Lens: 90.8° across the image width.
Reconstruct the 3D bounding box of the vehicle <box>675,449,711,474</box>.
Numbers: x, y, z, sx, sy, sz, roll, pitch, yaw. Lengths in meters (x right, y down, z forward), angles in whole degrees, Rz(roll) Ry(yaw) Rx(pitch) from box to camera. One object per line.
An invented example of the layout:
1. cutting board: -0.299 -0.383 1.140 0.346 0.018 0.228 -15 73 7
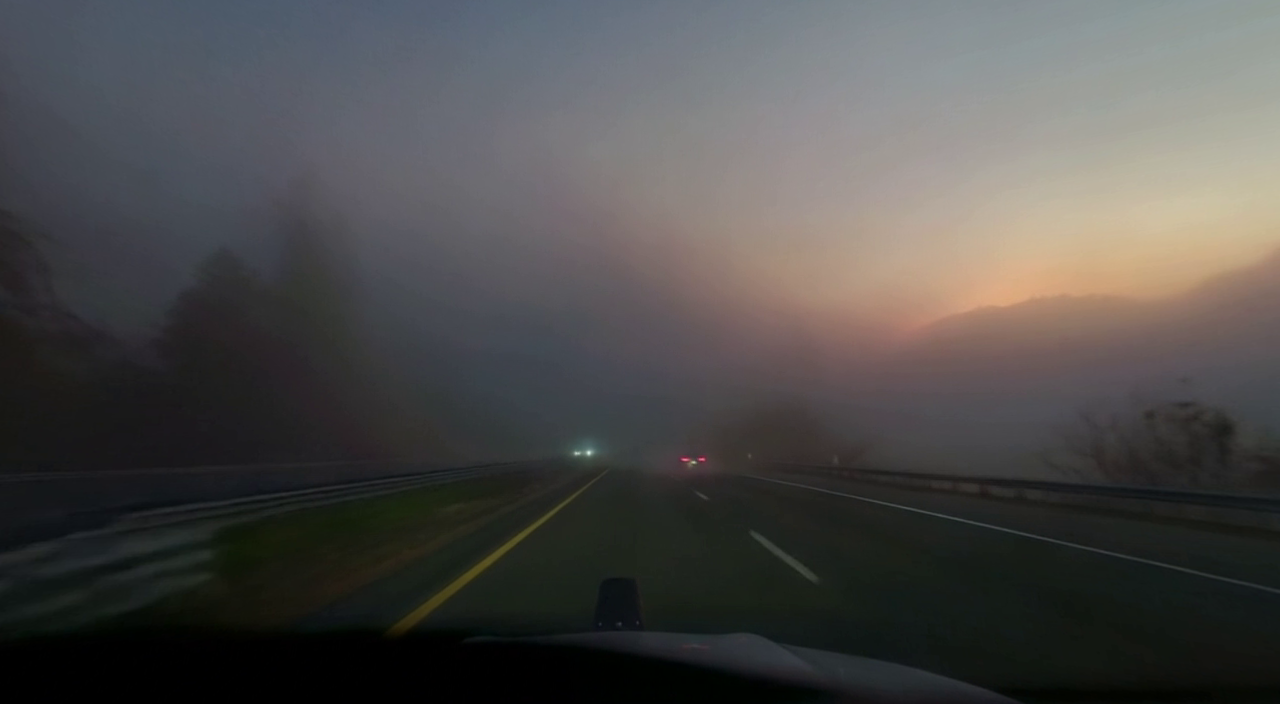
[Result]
1. vehicle: 3.369 7.083 41.007 1.870 1.486 3.858 0 -9 -2
